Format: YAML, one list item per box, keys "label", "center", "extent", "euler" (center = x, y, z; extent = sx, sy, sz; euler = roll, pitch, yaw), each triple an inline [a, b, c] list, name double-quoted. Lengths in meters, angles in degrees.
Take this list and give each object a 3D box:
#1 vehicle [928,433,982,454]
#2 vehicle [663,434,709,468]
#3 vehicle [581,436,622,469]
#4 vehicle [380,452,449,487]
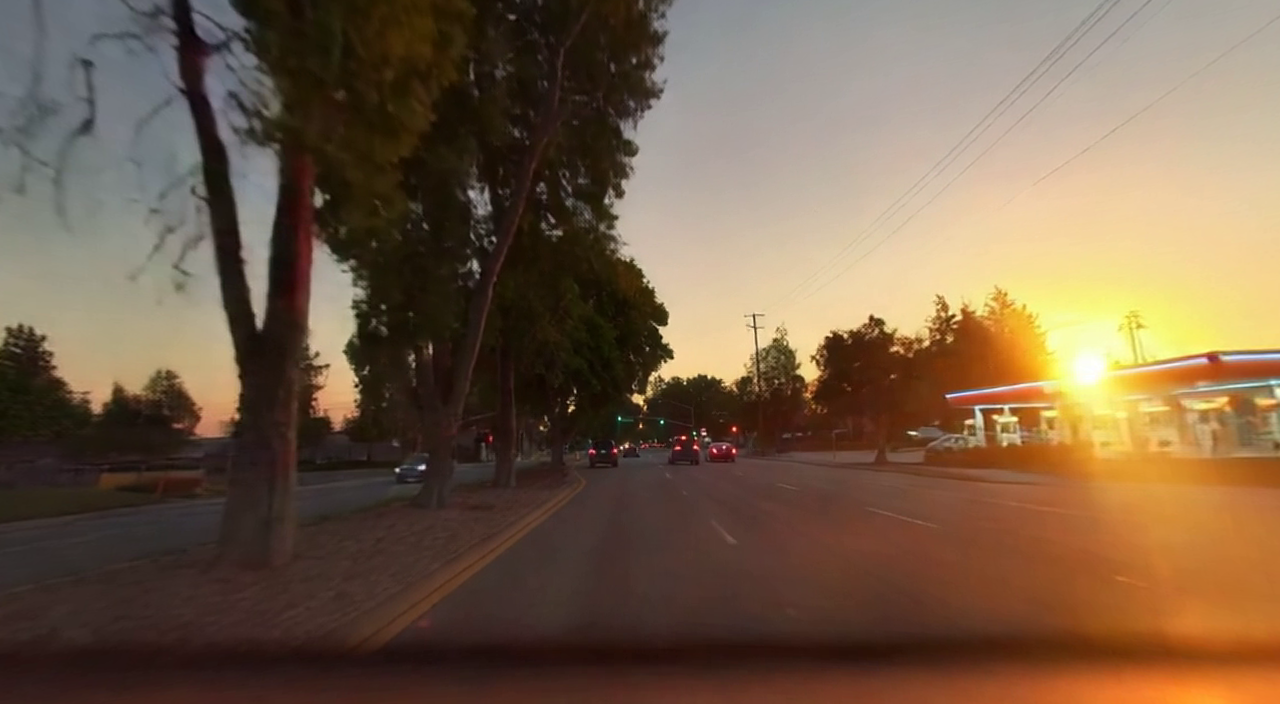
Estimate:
- label: "vehicle"
  center: [24.140, 7.045, 48.528]
  extent: [1.805, 1.460, 4.326]
  euler: [0, -9, -2]
- label: "vehicle"
  center: [2.546, 5.685, 36.239]
  extent: [2.140, 1.800, 4.660]
  euler: [0, -8, -2]
- label: "vehicle"
  center: [-2.379, 6.057, 38.235]
  extent: [2.261, 1.820, 4.255]
  euler: [1, -9, -6]
- label: "vehicle"
  center: [-11.917, 6.224, 33.694]
  extent: [1.934, 1.674, 4.445]
  euler: [0, -8, 1]
